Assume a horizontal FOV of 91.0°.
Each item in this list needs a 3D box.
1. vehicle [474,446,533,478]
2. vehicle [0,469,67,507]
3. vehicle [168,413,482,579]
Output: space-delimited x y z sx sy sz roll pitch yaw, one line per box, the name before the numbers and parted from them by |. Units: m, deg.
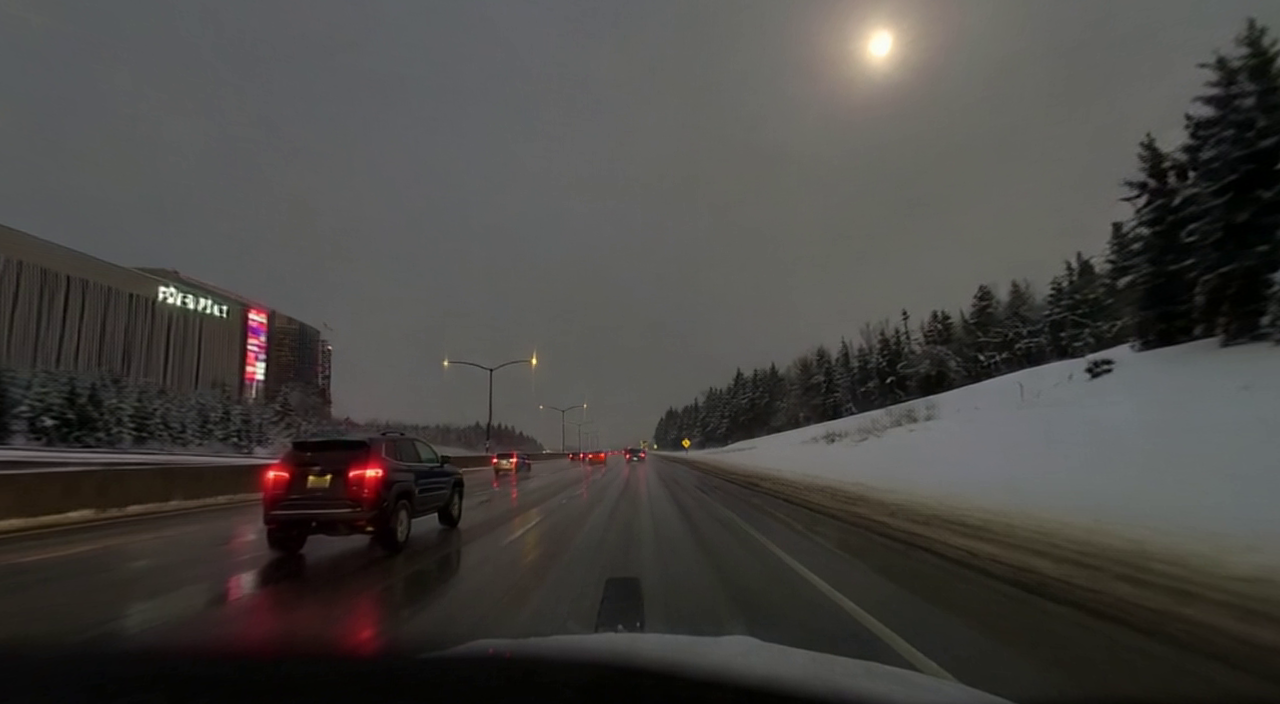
vehicle | -7.175 5.821 33.592 1.998 1.542 4.953 0 -9 1
vehicle | -28.126 6.005 27.823 1.835 1.476 3.924 0 -9 1
vehicle | -3.894 1.854 8.947 2.059 1.725 4.521 0 -9 1
